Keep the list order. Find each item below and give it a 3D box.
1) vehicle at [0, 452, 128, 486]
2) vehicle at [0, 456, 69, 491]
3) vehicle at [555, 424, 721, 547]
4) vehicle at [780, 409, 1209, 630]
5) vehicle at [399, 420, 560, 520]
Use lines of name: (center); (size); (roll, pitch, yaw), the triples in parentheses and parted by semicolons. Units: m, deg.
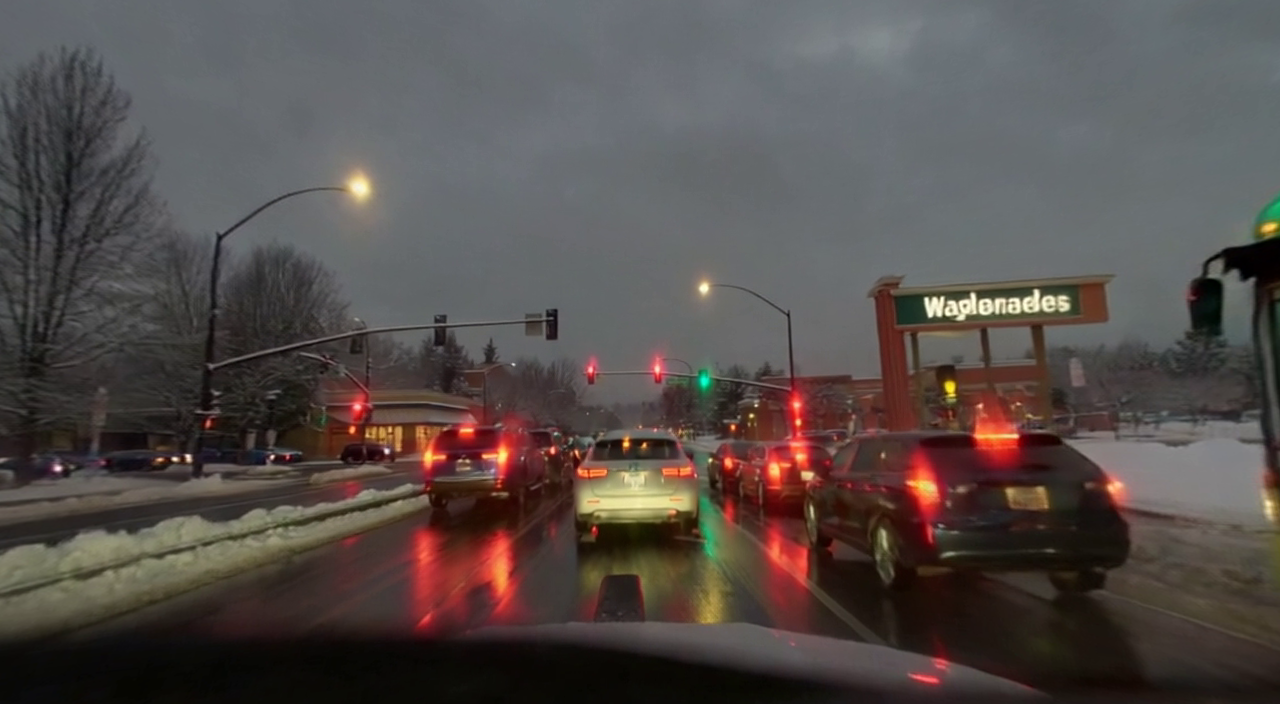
vehicle: (-28.058, 5.628, 30.710); (4.469, 1.498, 1.908); (4, -9, -24)
vehicle: (-27.878, 5.303, 27.606); (3.838, 1.433, 1.967); (4, -10, -28)
vehicle: (-0.027, 1.959, 9.855); (2.071, 1.525, 3.723); (0, -9, 0)
vehicle: (2.937, 1.481, 6.591); (1.922, 1.508, 4.330); (0, -9, 0)
vehicle: (-3.058, 2.382, 13.190); (2.180, 1.708, 4.397); (0, -9, 0)
